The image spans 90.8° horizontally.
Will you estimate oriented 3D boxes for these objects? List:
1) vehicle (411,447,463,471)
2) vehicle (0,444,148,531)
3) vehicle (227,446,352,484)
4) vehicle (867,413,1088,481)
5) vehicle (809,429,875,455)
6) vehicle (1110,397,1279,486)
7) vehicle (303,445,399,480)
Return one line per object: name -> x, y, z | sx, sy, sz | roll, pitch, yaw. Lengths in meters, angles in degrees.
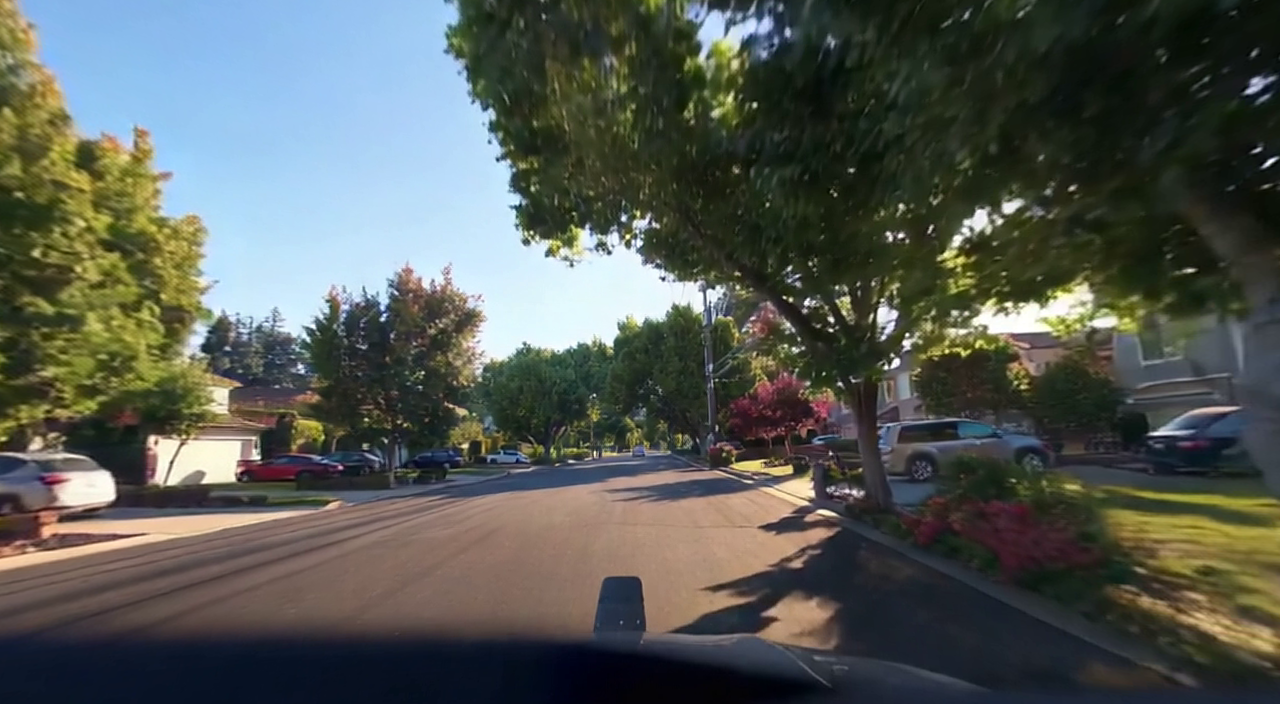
vehicle -> -14.551, 7.669, 45.641 | 1.978, 1.586, 5.192 | 0, -9, 0
vehicle -> -13.780, 2.874, 13.784 | 4.495, 1.706, 1.972 | -1, -9, 5
vehicle -> -16.130, 5.223, 29.280 | 4.482, 1.648, 2.169 | 0, -9, 0
vehicle -> 9.748, 2.785, 18.610 | 5.273, 1.868, 2.070 | 0, -9, 0
vehicle -> 15.229, 6.829, 47.822 | 4.373, 1.759, 2.093 | 0, -9, 7
vehicle -> 13.500, 2.019, 14.172 | 4.209, 1.834, 2.019 | 0, -9, 1
vehicle -> -14.967, 5.675, 32.767 | 4.232, 1.693, 1.949 | -3, -9, 17
